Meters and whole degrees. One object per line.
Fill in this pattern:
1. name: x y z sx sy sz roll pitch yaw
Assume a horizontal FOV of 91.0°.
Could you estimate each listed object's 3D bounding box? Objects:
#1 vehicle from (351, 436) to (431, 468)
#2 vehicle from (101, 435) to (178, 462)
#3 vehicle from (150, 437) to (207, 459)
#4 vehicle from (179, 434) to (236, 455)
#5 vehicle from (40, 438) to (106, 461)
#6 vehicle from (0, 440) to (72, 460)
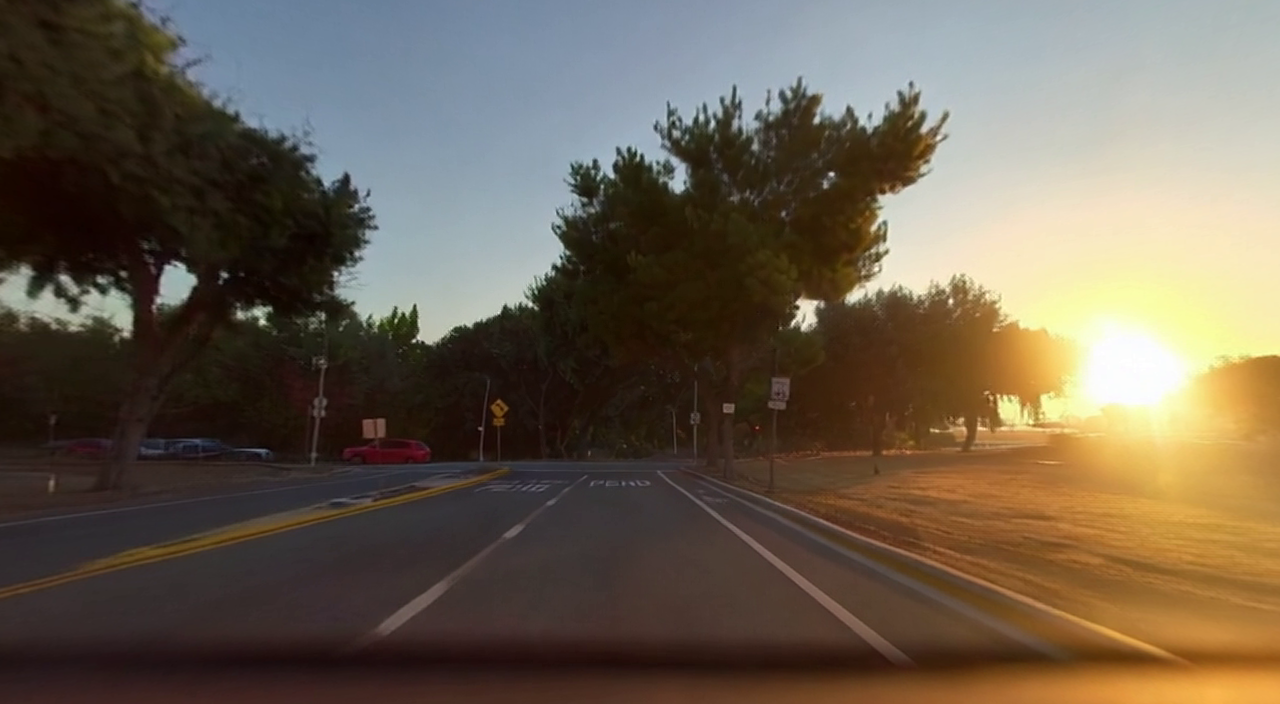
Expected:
1. vehicle: -16.271 6.506 41.169 4.529 1.976 2.002 5 -10 -30
2. vehicle: -36.778 7.089 46.417 1.951 1.843 4.498 0 -8 0
3. vehicle: -34.182 7.115 46.674 1.601 1.494 3.449 0 -8 0
4. vehicle: -31.607 6.753 46.087 1.561 1.438 3.699 -1 -9 0
5. vehicle: -41.771 7.184 46.459 1.705 1.596 3.596 0 -8 -5
6. vehicle: -44.217 7.157 46.113 1.778 1.419 3.660 0 -8 0
